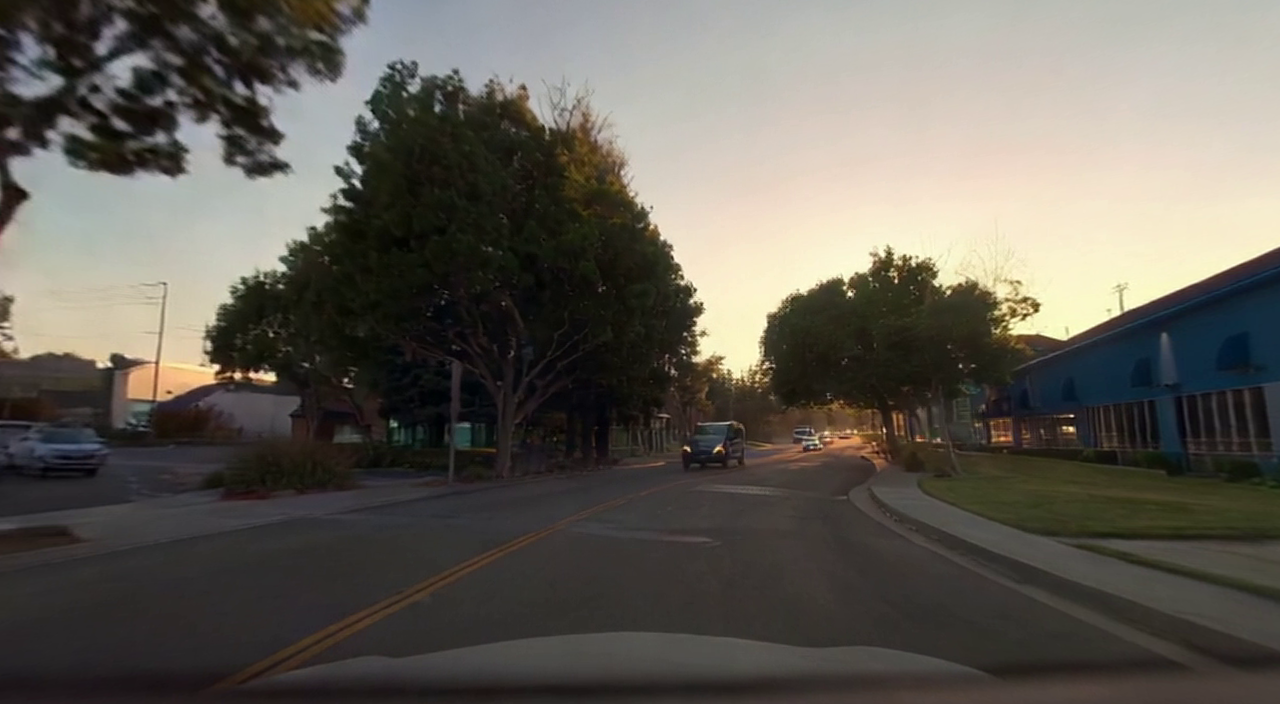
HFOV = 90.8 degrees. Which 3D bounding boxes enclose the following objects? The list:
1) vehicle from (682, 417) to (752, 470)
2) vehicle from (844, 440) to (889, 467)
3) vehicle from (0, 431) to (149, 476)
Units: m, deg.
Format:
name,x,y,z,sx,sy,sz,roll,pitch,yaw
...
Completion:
name,x,y,z,sx,sy,sz,roll,pitch,yaw
vehicle,4.710,5.460,37.500,2.674,2.815,6.582,-3,-9,19
vehicle,15.808,7.089,44.334,2.292,1.767,5.128,-2,-9,13
vehicle,-23.046,4.098,25.624,4.410,1.689,1.974,2,-9,-17
